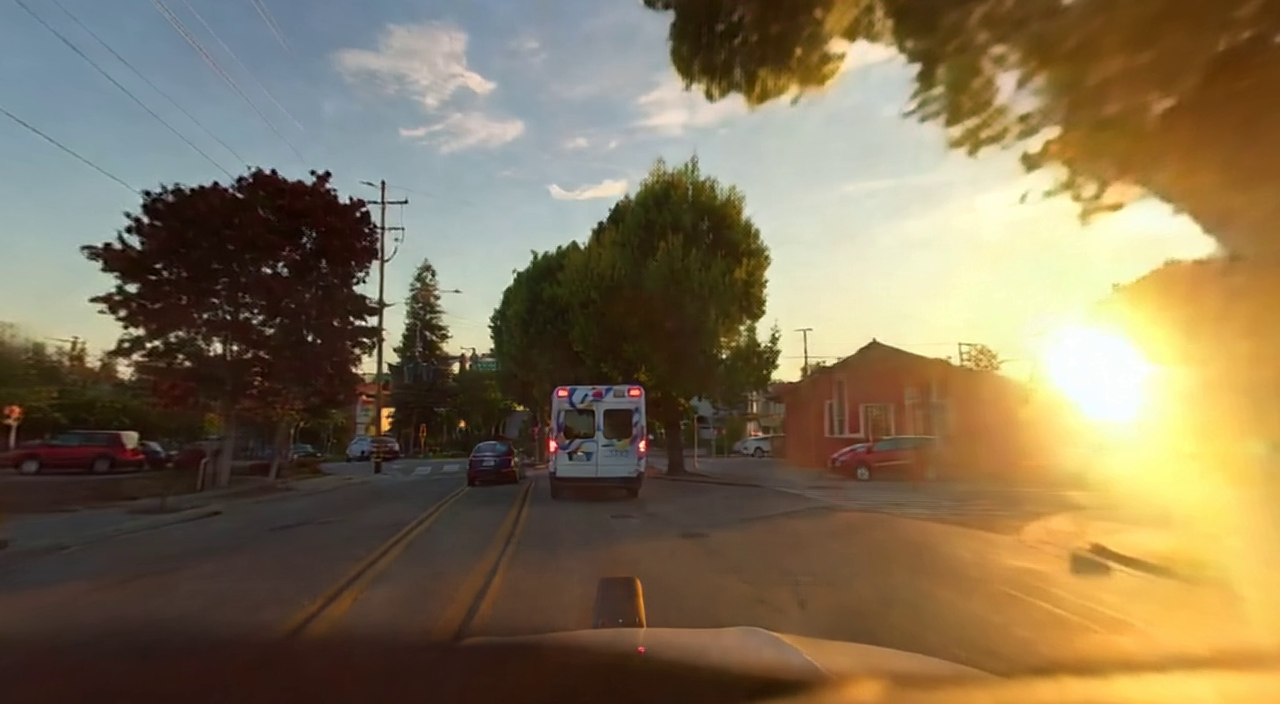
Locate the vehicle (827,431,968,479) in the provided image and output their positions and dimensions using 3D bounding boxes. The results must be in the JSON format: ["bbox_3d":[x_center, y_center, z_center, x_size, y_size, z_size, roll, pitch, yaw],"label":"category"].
[{"bbox_3d":[11.268,4.553,28.057,5.270,1.966,2.329,-1,-8,7],"label":"vehicle"}]

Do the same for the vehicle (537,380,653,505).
[{"bbox_3d":[-1.105,2.313,16.245,2.444,2.640,5.482,0,-8,-3],"label":"vehicle"}]

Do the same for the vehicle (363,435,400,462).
[{"bbox_3d":[-18.491,6.877,45.128,2.290,1.776,4.947,3,-9,-23],"label":"vehicle"}]

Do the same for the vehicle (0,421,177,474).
[{"bbox_3d":[-19.999,3.318,21.709,5.910,1.681,2.579,1,-11,-8],"label":"vehicle"}]

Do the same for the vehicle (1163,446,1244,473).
[{"bbox_3d":[36.850,7.033,41.452,2.114,1.588,3.888,-4,-9,11],"label":"vehicle"}]

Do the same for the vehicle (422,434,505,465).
[{"bbox_3d":[-11.011,6.071,39.462,4.502,1.810,2.056,-3,-9,16],"label":"vehicle"}]

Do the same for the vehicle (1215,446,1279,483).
[{"bbox_3d":[29.966,5.268,29.851,1.899,1.635,4.603,-2,-8,12],"label":"vehicle"}]
